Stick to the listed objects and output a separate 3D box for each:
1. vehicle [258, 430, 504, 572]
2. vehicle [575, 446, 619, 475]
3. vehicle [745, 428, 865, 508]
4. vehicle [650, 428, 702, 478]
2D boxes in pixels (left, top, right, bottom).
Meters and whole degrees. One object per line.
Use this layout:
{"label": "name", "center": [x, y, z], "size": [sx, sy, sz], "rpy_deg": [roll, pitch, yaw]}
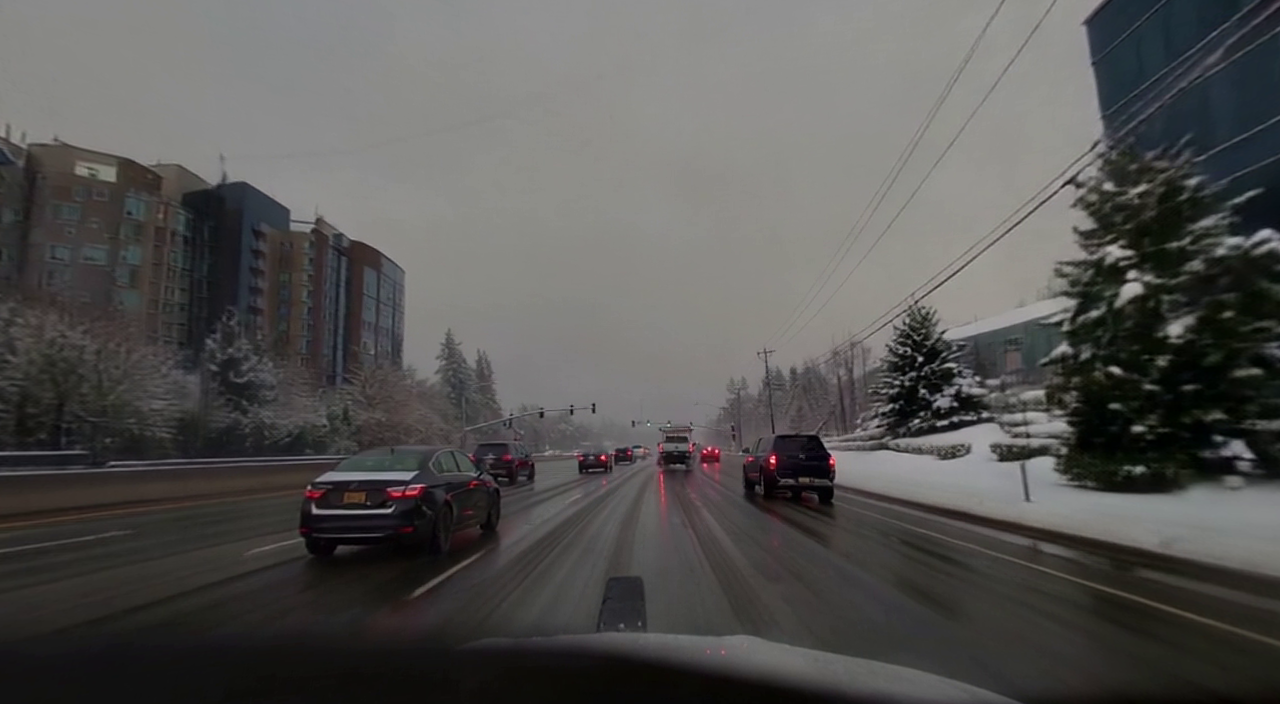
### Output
{"label": "vehicle", "center": [-3.462, 2.031, 9.299], "size": [1.934, 1.643, 3.718], "rpy_deg": [0, -8, 2]}
{"label": "vehicle", "center": [-2.403, 6.219, 36.378], "size": [1.984, 1.567, 4.311], "rpy_deg": [-1, -9, 4]}
{"label": "vehicle", "center": [4.404, 3.174, 17.611], "size": [2.283, 1.923, 4.427], "rpy_deg": [0, -8, 2]}
{"label": "vehicle", "center": [2.090, 5.483, 34.341], "size": [2.457, 2.440, 5.486], "rpy_deg": [-1, -9, 7]}
